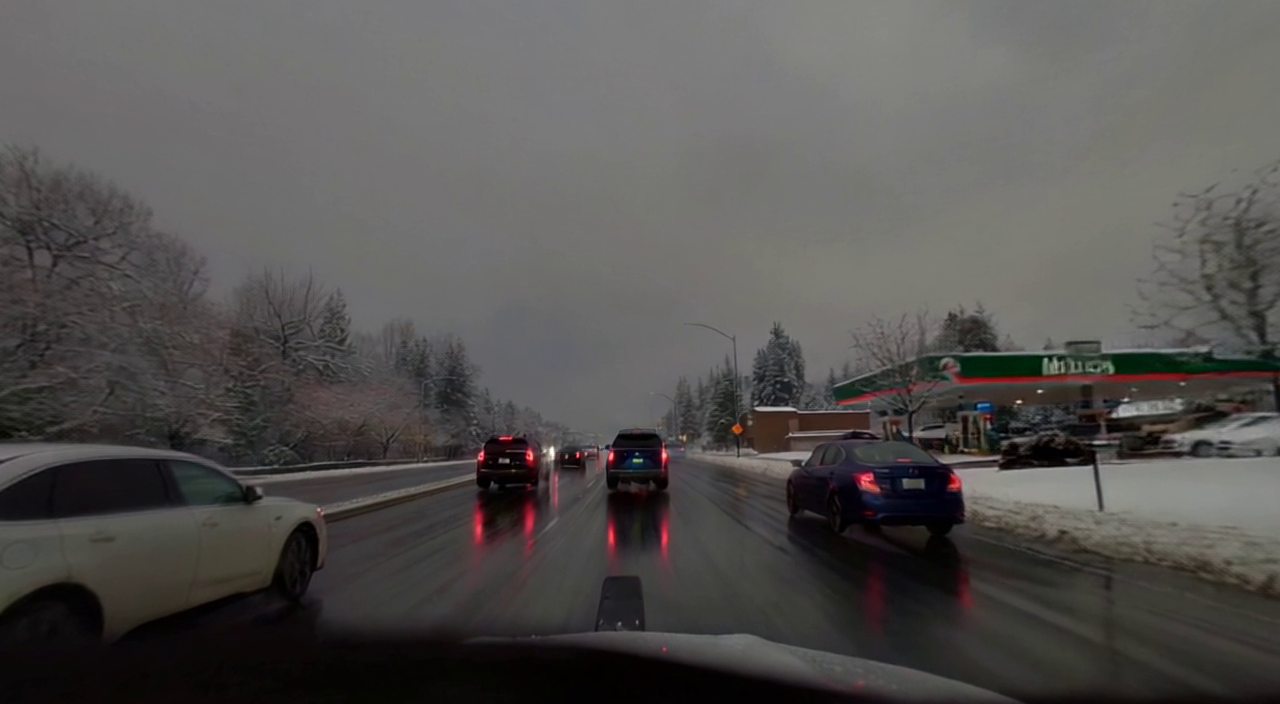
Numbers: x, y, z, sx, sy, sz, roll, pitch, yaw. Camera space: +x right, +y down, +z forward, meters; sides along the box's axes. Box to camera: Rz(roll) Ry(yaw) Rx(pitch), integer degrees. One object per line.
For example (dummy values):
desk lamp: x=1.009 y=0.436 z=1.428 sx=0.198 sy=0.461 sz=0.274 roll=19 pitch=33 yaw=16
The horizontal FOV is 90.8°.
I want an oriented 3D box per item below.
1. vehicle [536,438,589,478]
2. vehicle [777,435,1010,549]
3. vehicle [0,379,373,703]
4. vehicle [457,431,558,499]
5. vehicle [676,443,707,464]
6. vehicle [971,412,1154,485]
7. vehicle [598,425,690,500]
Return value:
vehicle: x=-3.449 y=4.780 z=28.809 sx=1.871 sy=1.673 sz=3.920 roll=0 pitch=-8 yaw=0
vehicle: x=3.826 y=2.169 z=10.598 sx=1.888 sy=1.456 sz=4.589 roll=0 pitch=-8 yaw=-2
vehicle: x=-3.566 y=1.137 z=4.132 sx=1.864 sy=1.574 sz=4.031 roll=0 pitch=-8 yaw=0
vehicle: x=-3.639 y=3.175 z=18.162 sx=1.932 sy=1.695 sz=4.150 roll=0 pitch=-8 yaw=1
vehicle: x=3.758 y=7.499 z=46.809 sx=1.926 sy=1.522 sz=3.852 roll=0 pitch=-8 yaw=-1
vehicle: x=11.631 y=2.724 z=17.896 sx=1.918 sy=1.765 sz=4.668 roll=0 pitch=-8 yaw=0
vehicle: x=0.071 y=3.036 z=17.740 sx=2.279 sy=1.803 sz=4.254 roll=0 pitch=-8 yaw=-1
